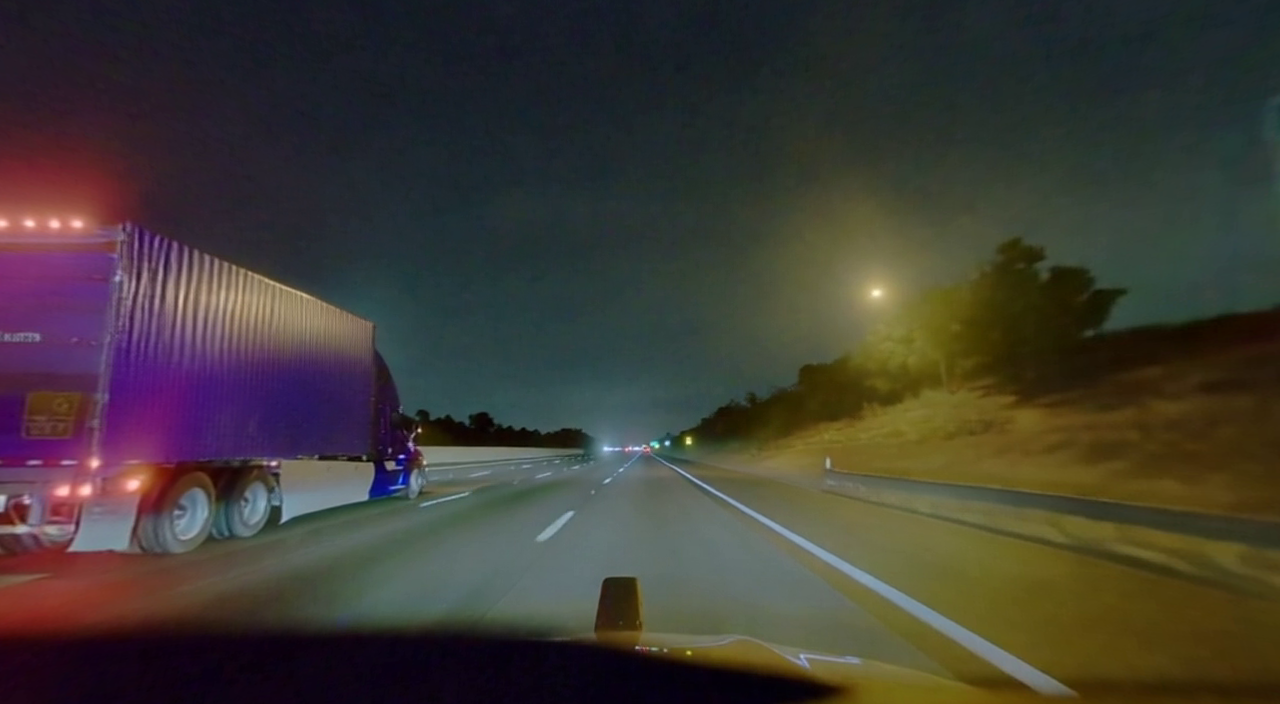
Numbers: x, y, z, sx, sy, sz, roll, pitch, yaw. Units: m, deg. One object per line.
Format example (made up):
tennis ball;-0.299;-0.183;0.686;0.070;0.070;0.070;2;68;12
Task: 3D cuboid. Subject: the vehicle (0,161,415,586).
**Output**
vehicle;-6.880;0.749;10.099;2.996;3.947;8.600;1;-9;2
